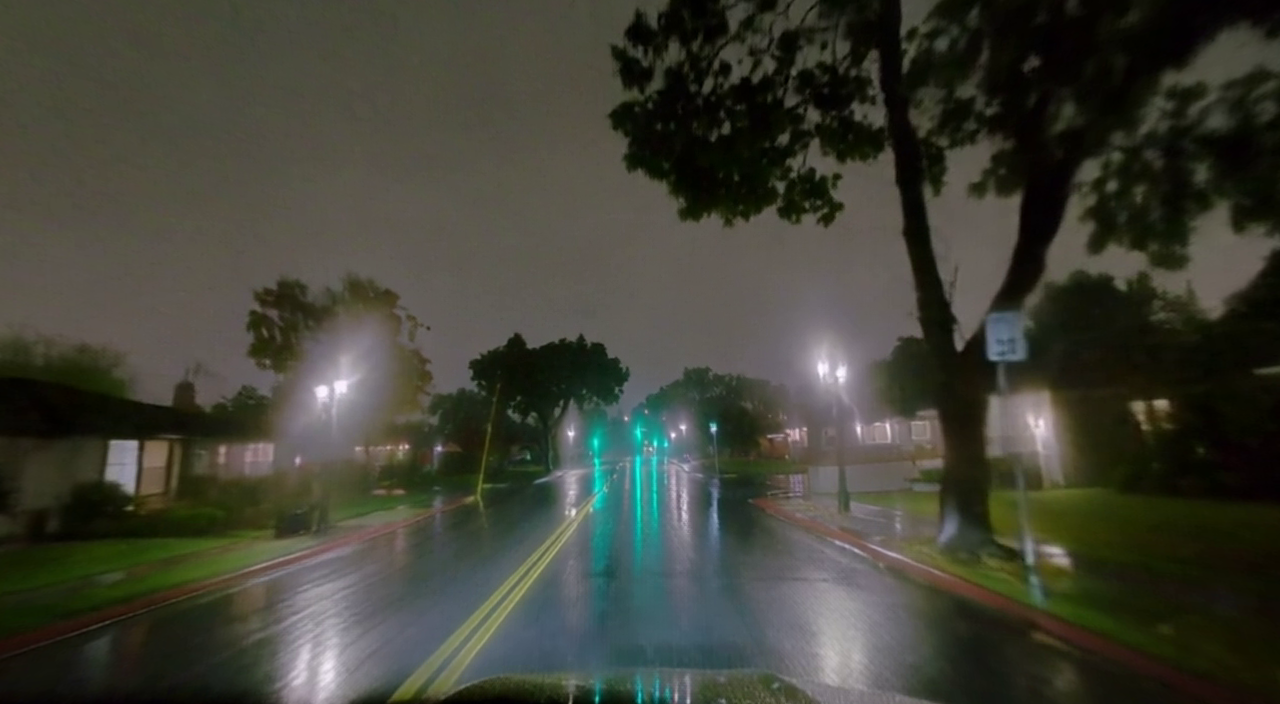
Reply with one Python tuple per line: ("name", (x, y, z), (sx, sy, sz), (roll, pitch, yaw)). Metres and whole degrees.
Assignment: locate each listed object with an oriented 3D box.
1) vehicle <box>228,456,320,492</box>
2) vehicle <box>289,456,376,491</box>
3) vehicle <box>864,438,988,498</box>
("vehicle", (-17.787, 5.932, 30.910), (1.903, 1.500, 4.214), (0, -8, 1))
("vehicle", (-14.928, 5.896, 30.912), (1.830, 1.495, 4.641), (0, -9, 1))
("vehicle", (8.734, 3.522, 19.709), (1.806, 1.496, 4.164), (-1, -6, -1))
